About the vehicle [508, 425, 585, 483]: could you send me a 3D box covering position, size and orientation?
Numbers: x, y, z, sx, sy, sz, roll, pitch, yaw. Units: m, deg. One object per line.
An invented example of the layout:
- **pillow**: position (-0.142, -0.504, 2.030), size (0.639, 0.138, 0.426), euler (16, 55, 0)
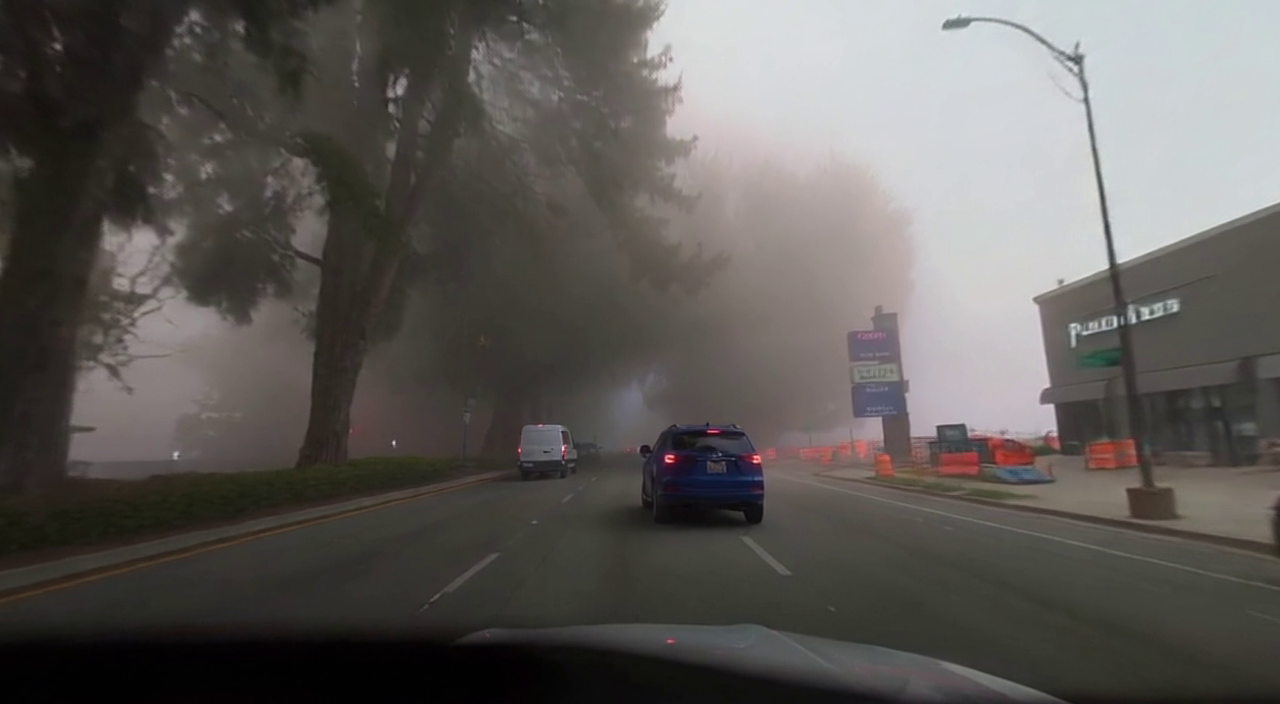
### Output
- **vehicle**: position (-3.613, 4.106, 25.651), size (2.357, 2.063, 5.488), euler (0, -8, -1)

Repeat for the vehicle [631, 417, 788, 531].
- **vehicle**: position (1.042, 2.180, 11.879), size (2.168, 1.725, 4.192), euler (0, -8, -4)

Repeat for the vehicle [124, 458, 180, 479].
- **vehicle**: position (-38.455, 9.147, 49.875), size (1.821, 1.463, 4.434), euler (2, -9, -15)
